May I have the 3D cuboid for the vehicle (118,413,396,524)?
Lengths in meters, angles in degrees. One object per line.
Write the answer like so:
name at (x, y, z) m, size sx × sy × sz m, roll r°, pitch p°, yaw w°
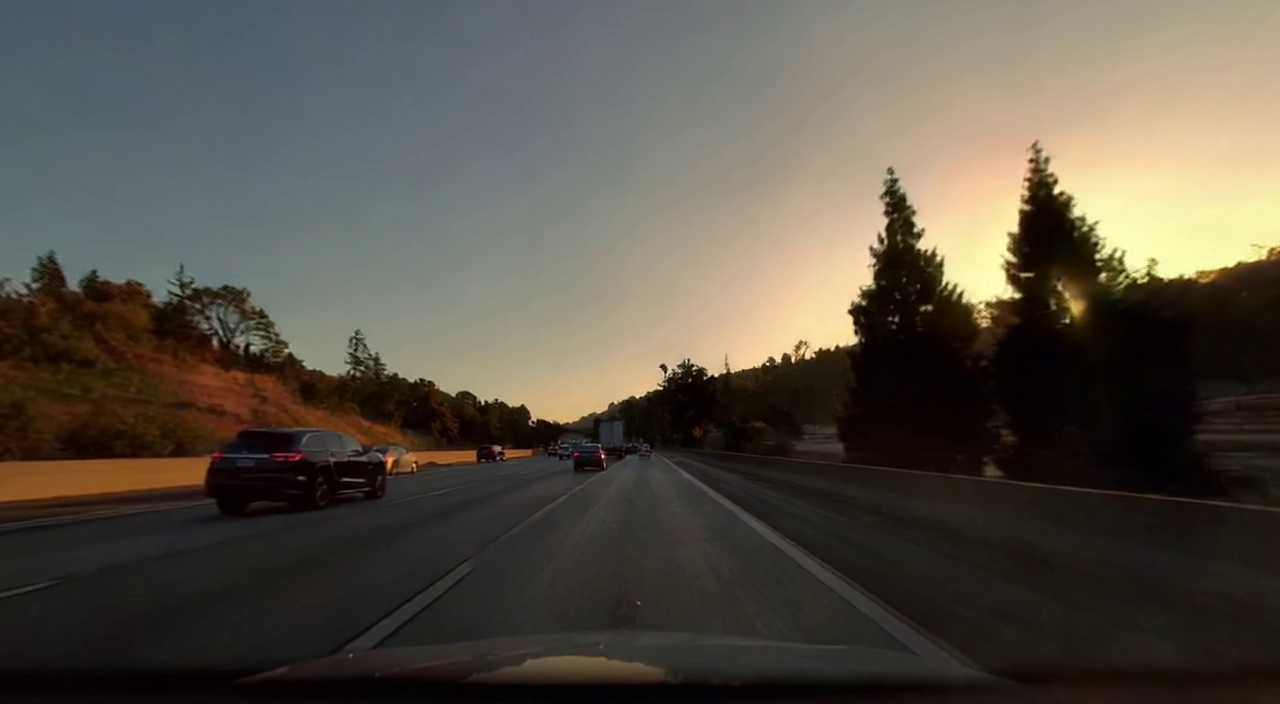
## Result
vehicle at (-7.316, 2.305, 13.064) m, size 2.115 × 1.778 × 5.572 m, roll 0°, pitch -9°, yaw 2°

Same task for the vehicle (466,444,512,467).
vehicle at (-10.516, 7.222, 44.241) m, size 2.036 × 1.506 × 4.358 m, roll 0°, pitch -9°, yaw 1°

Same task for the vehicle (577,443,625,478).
vehicle at (-1.790, 5.118, 30.055) m, size 1.931 × 1.528 × 4.126 m, roll 0°, pitch -9°, yaw 1°
